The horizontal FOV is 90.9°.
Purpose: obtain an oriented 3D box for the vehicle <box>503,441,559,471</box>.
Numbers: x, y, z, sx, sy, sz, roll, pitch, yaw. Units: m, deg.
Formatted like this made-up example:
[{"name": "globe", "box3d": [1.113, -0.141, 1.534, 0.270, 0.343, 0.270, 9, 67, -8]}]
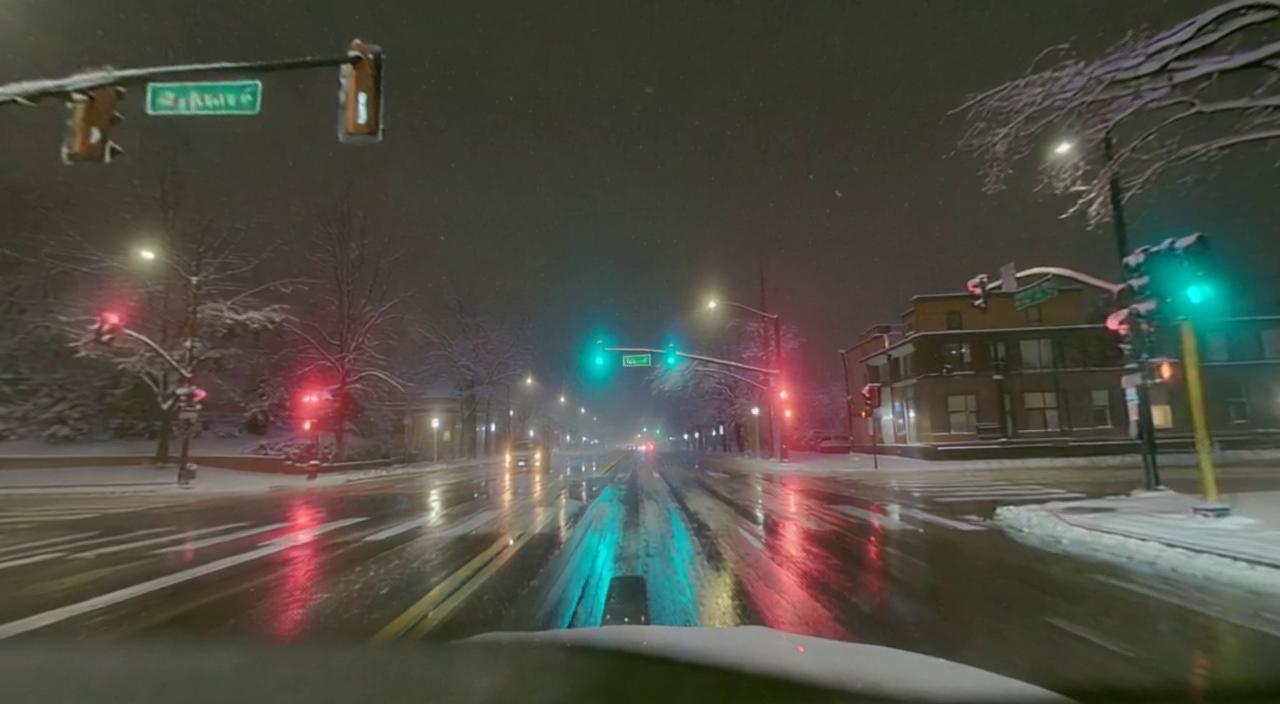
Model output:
[{"name": "vehicle", "box3d": [-5.721, 5.514, 33.623, 2.127, 1.473, 4.428, 0, -9, 1]}]
